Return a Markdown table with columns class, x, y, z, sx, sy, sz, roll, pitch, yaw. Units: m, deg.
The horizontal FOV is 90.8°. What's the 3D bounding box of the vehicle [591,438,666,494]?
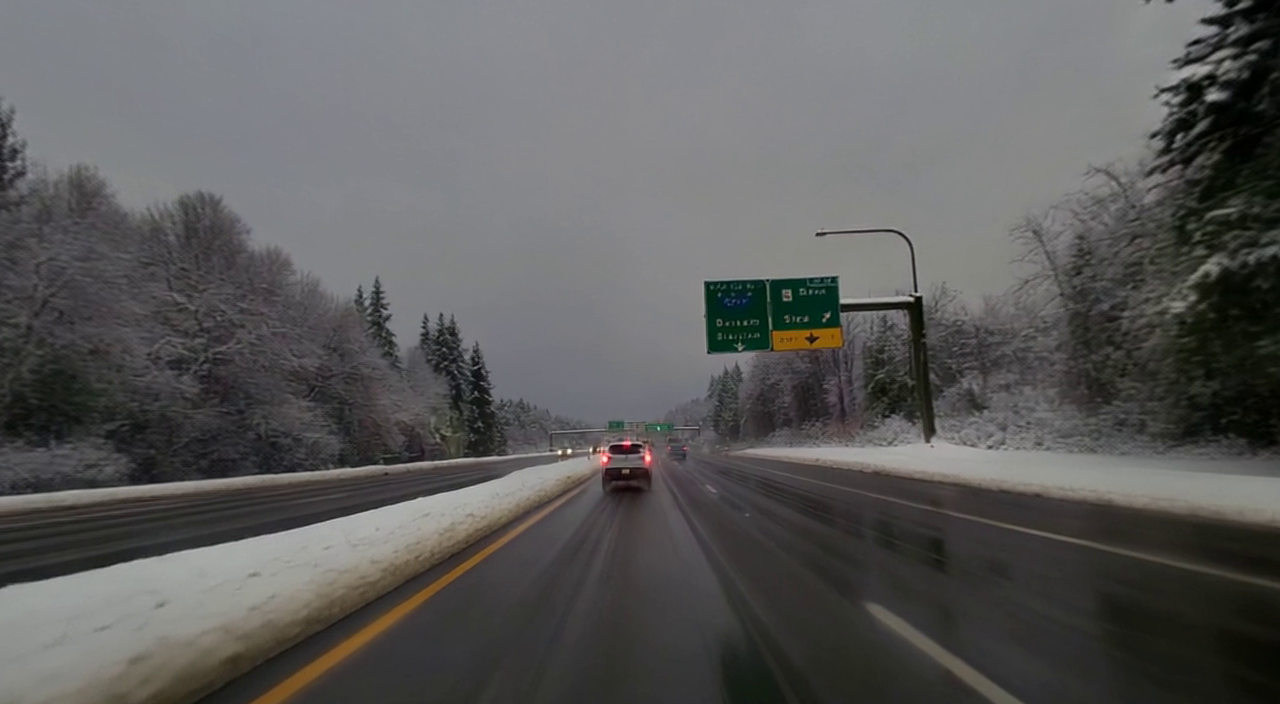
| class | x | y | z | sx | sy | sz | roll | pitch | yaw |
| --- | --- | --- | --- | --- | --- | --- | --- | --- | --- |
| vehicle | -0.303 | 3.345 | 18.795 | 2.003 | 1.490 | 3.636 | 0 | -9 | 0 |
